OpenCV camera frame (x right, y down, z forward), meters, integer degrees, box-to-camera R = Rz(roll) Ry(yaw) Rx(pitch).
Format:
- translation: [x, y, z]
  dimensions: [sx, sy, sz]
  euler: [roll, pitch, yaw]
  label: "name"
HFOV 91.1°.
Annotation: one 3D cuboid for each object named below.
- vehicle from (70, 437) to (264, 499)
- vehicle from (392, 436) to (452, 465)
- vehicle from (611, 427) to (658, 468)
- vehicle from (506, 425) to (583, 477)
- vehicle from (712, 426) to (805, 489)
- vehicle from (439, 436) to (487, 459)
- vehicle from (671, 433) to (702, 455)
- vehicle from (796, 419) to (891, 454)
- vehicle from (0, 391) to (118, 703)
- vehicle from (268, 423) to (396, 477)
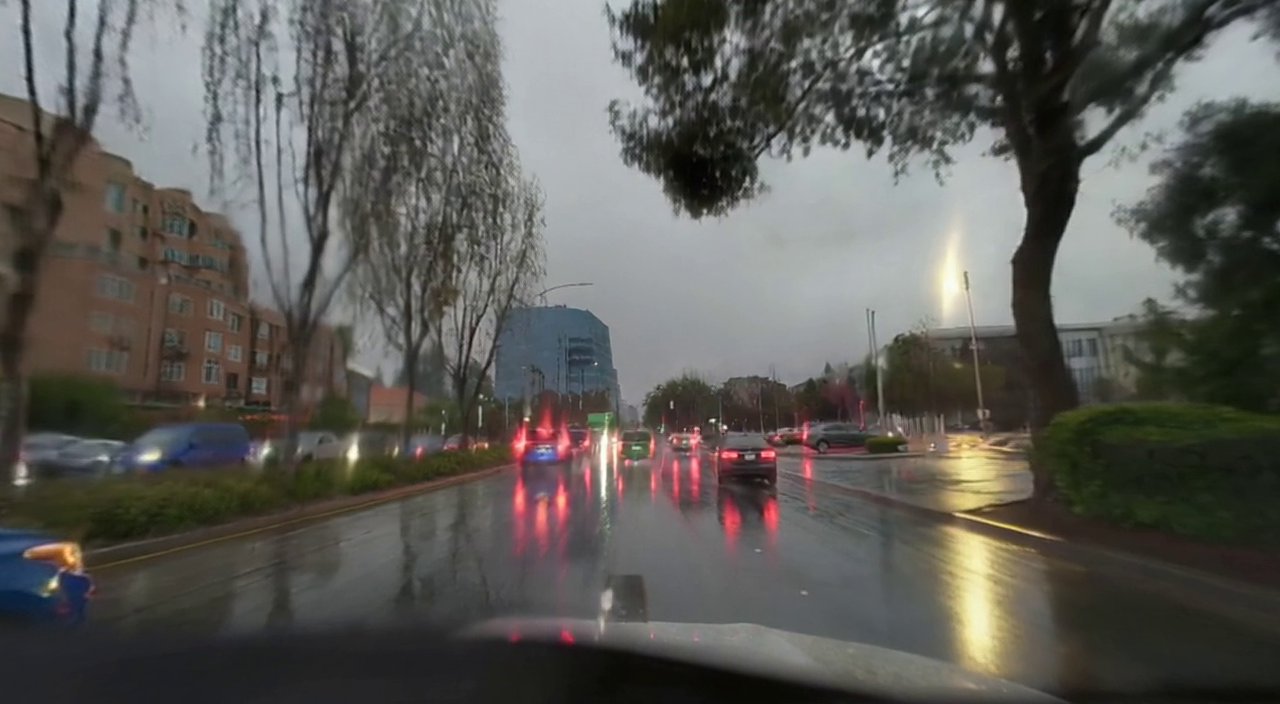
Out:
- translation: [-12.577, 3.090, 17.147]
  dimensions: [1.824, 1.447, 4.442]
  euler: [0, -8, 0]
  label: "vehicle"
- translation: [-12.339, 5.617, 35.834]
  dimensions: [1.843, 1.509, 4.301]
  euler: [0, -8, 1]
  label: "vehicle"
- translation: [-0.197, 4.365, 28.757]
  dimensions: [2.022, 1.700, 4.084]
  euler: [0, -8, 1]
  label: "vehicle"
- translation: [-3.408, 3.631, 23.222]
  dimensions: [2.047, 1.710, 4.314]
  euler: [0, -8, 2]
  label: "vehicle"
- translation: [3.222, 2.960, 17.868]
  dimensions: [1.847, 1.554, 3.885]
  euler: [0, -8, 0]
  label: "vehicle"
- translation: [-12.162, 6.624, 43.469]
  dimensions: [1.924, 1.511, 4.640]
  euler: [0, -8, 0]
  label: "vehicle"
- translation: [3.296, 6.614, 45.174]
  dimensions: [1.948, 1.475, 4.093]
  euler: [0, -8, 0]
  label: "vehicle"
- translation: [12.289, 5.142, 38.070]
  dimensions: [4.991, 1.978, 2.090]
  euler: [-8, -12, 43]
  label: "vehicle"
- translation: [-3.389, 0.622, 0.481]
  dimensions: [2.094, 1.483, 4.510]
  euler: [0, -8, 0]
  label: "vehicle"
- translation: [-12.222, 3.953, 25.489]
  dimensions: [2.245, 1.908, 5.613]
  euler: [0, -8, 1]
  label: "vehicle"
